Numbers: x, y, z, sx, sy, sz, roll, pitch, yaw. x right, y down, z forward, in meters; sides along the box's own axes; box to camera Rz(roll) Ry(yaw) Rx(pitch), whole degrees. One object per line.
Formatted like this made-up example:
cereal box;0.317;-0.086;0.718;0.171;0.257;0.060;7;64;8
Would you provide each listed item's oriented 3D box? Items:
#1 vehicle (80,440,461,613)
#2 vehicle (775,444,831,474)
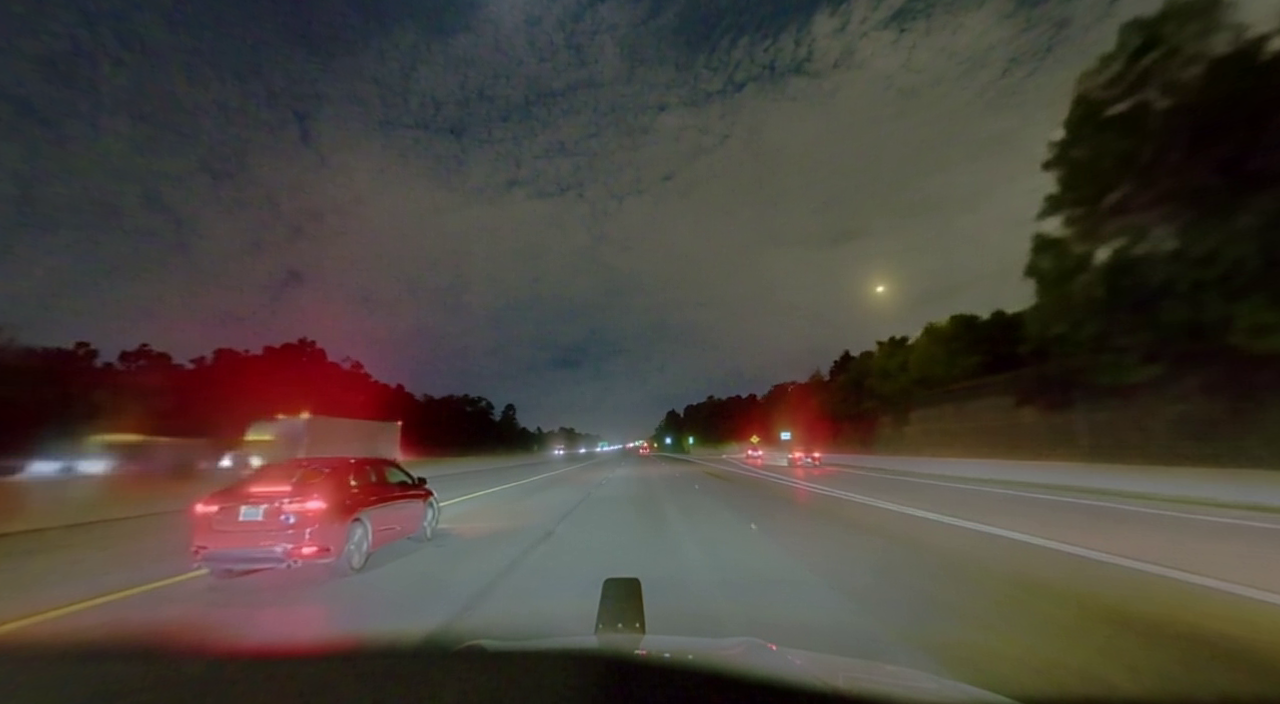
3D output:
vehicle;-3.813;1.851;7.716;1.873;1.438;4.546;-1;-9;1
vehicle;8.918;5.880;34.837;1.884;1.485;4.600;-1;-9;0
